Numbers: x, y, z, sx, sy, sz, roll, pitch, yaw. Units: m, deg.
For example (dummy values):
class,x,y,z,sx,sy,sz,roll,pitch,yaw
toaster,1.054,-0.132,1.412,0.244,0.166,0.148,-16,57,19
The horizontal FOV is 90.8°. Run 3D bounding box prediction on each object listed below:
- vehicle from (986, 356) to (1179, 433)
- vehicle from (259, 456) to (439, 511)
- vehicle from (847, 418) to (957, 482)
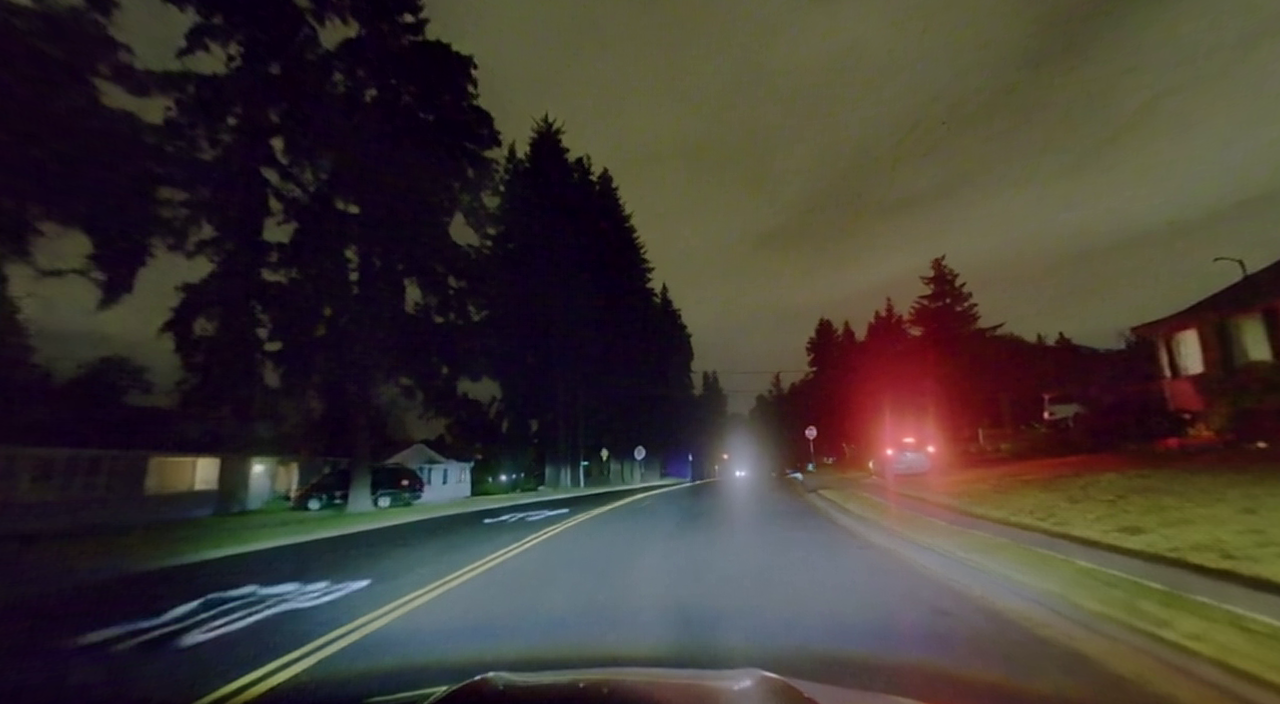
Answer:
class,x,y,z,sx,sy,sz,roll,pitch,yaw
vehicle,14.120,1.312,20.384,4.539,2.010,2.163,-4,-1,1
vehicle,-10.820,4.997,23.851,5.643,1.759,2.110,0,-19,1
vehicle,8.686,3.310,21.433,2.163,1.885,4.804,-2,-8,7
